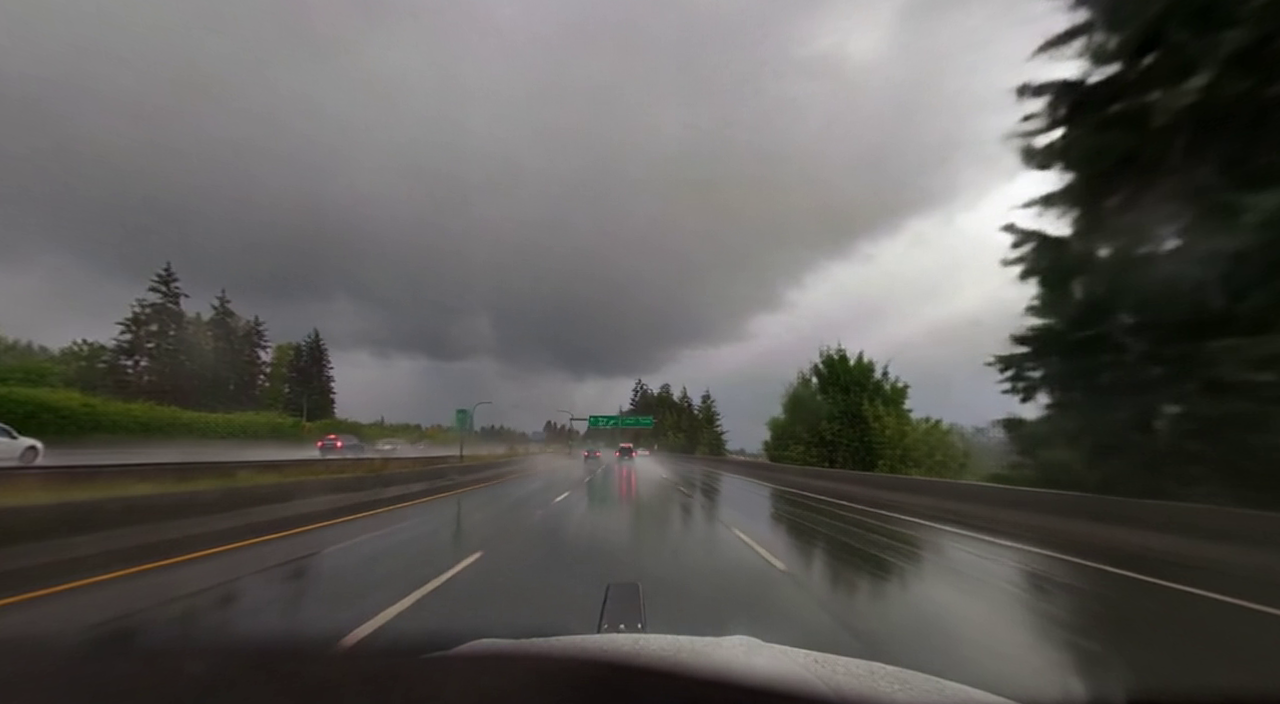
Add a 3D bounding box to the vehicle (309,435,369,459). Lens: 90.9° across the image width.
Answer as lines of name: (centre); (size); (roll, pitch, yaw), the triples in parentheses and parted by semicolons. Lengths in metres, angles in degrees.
vehicle: (-19.714, 6.286, 41.523); (1.901, 1.465, 4.173); (0, -9, 0)
